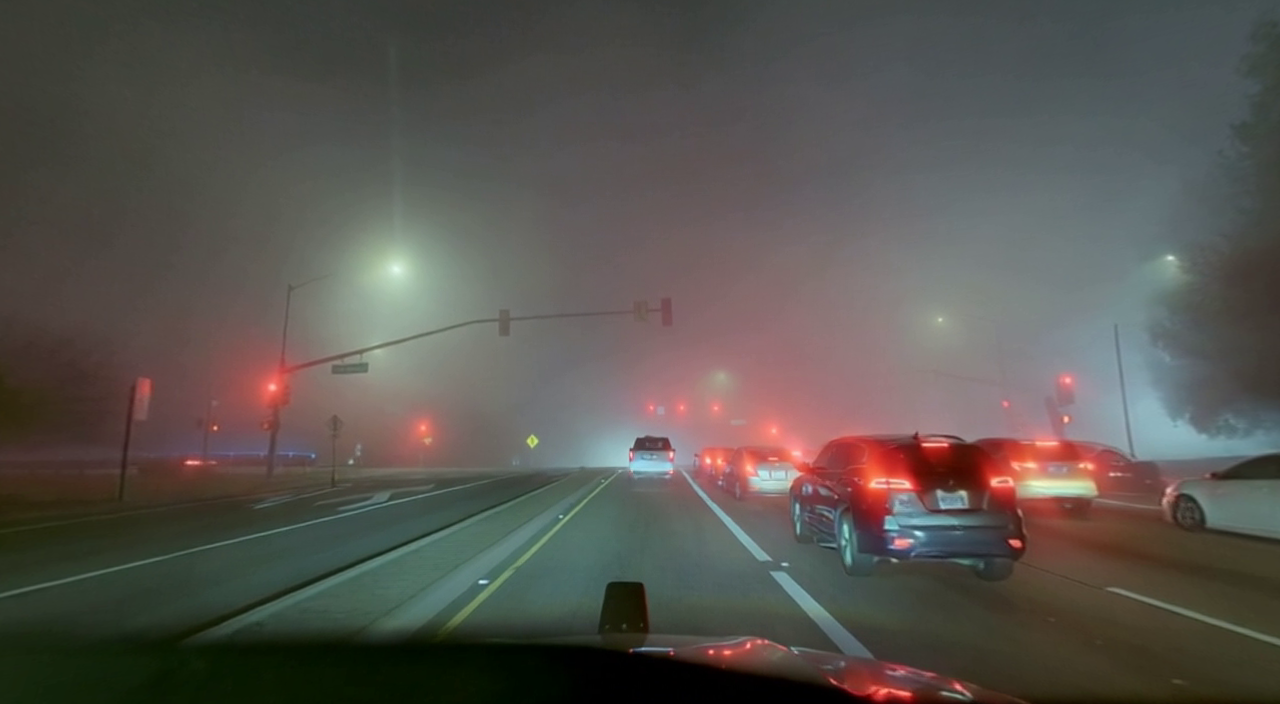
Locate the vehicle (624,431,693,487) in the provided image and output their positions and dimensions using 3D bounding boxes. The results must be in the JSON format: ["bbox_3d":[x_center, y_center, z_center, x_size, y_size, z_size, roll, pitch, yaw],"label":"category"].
[{"bbox_3d":[0.574,3.823,22.835,2.245,1.800,4.522,0,-8,0],"label":"vehicle"}]

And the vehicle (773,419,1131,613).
[{"bbox_3d":[3.007,1.646,7.313,2.078,1.578,4.107,0,-8,1],"label":"vehicle"}]

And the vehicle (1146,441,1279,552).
[{"bbox_3d":[9.300,1.887,8.182,1.884,1.422,4.262,0,-8,-1],"label":"vehicle"}]
